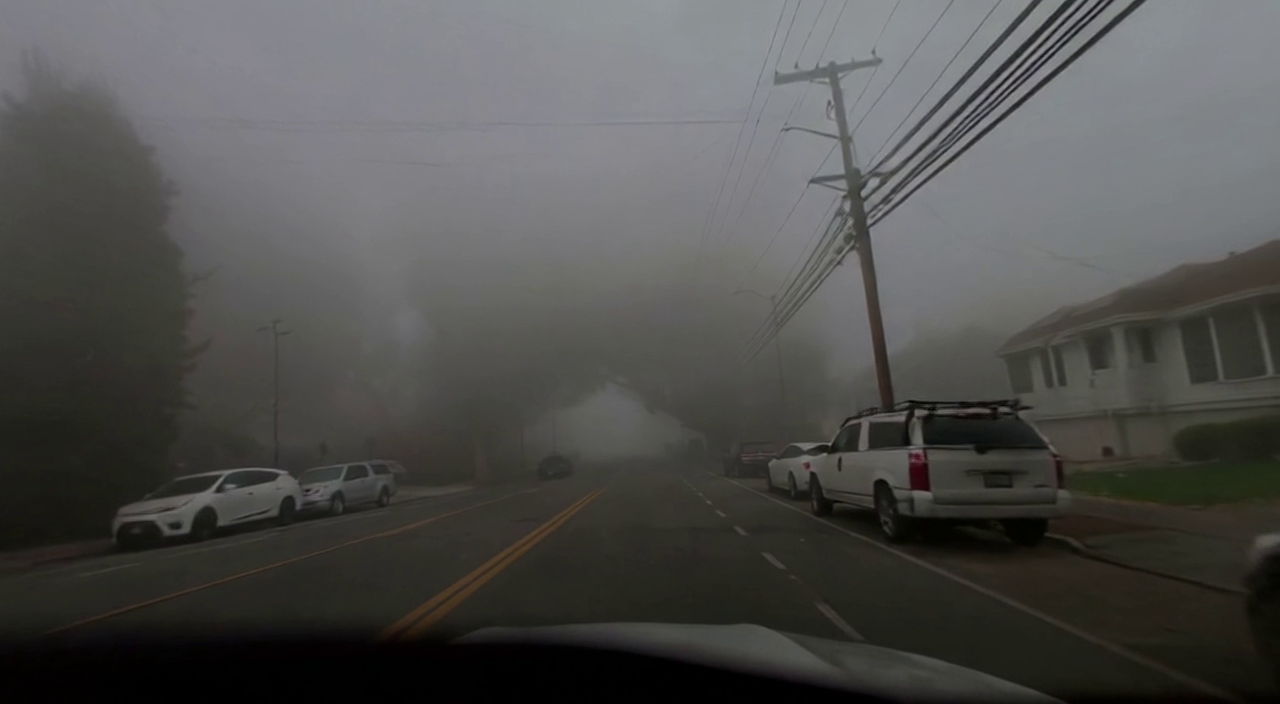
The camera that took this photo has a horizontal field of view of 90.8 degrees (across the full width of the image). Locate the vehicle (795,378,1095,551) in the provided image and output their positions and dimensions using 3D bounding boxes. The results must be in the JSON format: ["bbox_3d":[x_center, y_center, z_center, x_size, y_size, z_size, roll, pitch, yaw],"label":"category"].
[{"bbox_3d":[4.492,1.804,10.741,2.330,2.160,5.550,0,-8,0],"label":"vehicle"}]

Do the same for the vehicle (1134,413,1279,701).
[{"bbox_3d":[4.262,0.824,1.635,1.927,1.483,5.100,0,-8,1],"label":"vehicle"}]

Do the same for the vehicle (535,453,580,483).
[{"bbox_3d":[-5.014,7.083,38.876,1.948,1.502,4.434,-5,-9,1],"label":"vehicle"}]

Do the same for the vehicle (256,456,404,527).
[{"bbox_3d":[-10.634,4.782,22.375,2.282,2.060,5.738,0,-8,0],"label":"vehicle"}]

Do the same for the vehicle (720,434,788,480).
[{"bbox_3d":[4.764,4.471,27.151,1.980,1.773,4.853,0,-8,-1],"label":"vehicle"}]

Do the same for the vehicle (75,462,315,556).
[{"bbox_3d":[-10.966,3.845,16.309,2.089,1.837,5.499,0,-8,1],"label":"vehicle"}]
